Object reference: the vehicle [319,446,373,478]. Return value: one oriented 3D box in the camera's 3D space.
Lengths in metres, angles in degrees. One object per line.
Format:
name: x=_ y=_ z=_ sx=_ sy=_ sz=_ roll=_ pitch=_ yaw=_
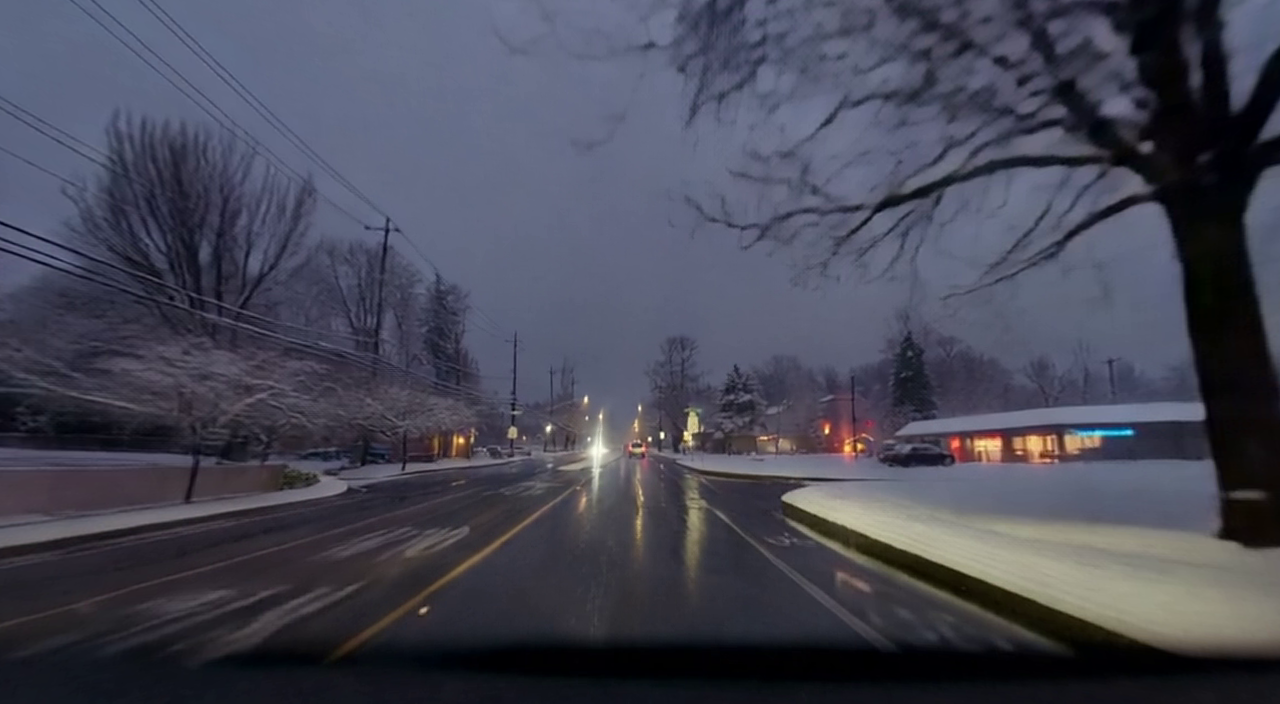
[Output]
vehicle: x=-14.970 y=5.537 z=32.059 sx=2.061 sy=1.475 sz=4.357 roll=5 pitch=-10 yaw=-29
